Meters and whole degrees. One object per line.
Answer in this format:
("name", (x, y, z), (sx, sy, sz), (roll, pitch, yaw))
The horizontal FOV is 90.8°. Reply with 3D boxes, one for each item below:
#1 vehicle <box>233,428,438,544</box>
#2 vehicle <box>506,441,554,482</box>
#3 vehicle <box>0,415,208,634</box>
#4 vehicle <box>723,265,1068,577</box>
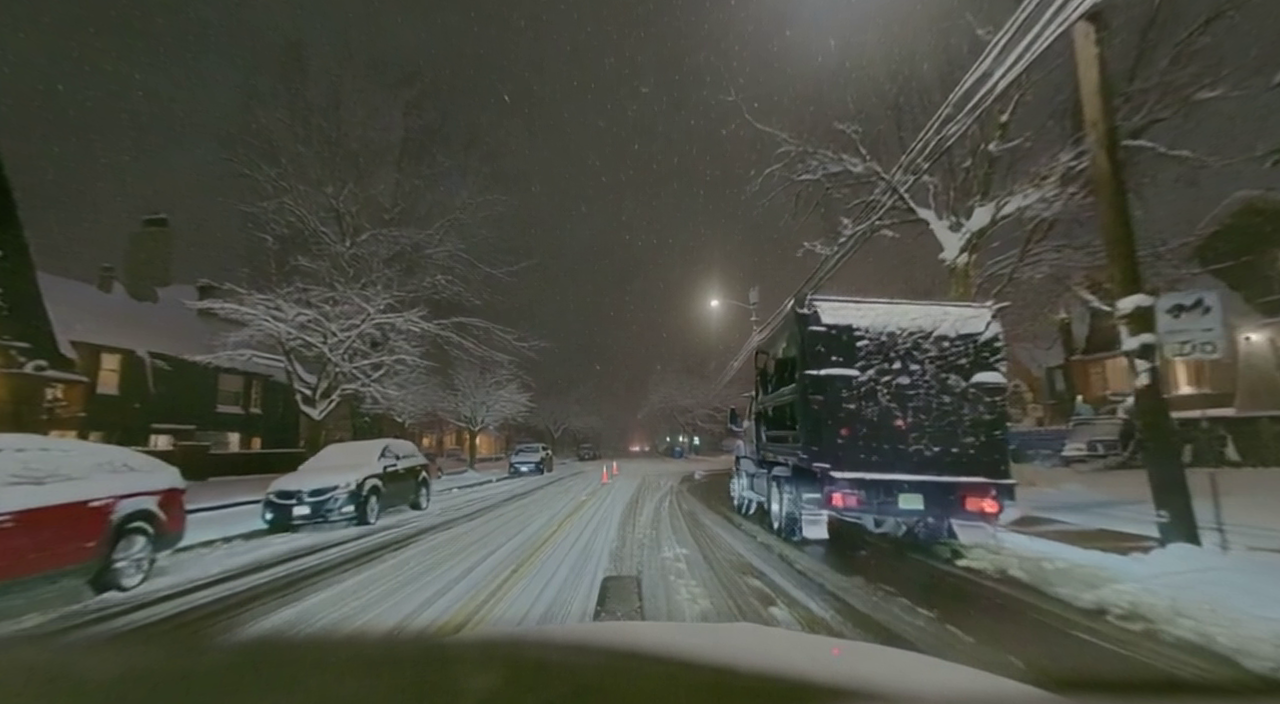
("vehicle", (-6.202, 2.724, 13.625), (2.210, 1.849, 4.638), (-5, -8, -1))
("vehicle", (-5.739, 5.712, 33.429), (2.087, 1.835, 4.445), (-2, -7, -5))
("vehicle", (-6.475, 1.521, 5.297), (2.312, 1.790, 5.067), (-4, -8, -2))
("vehicle", (3.200, 1.179, 10.250), (2.750, 3.440, 6.535), (0, -8, 0))
